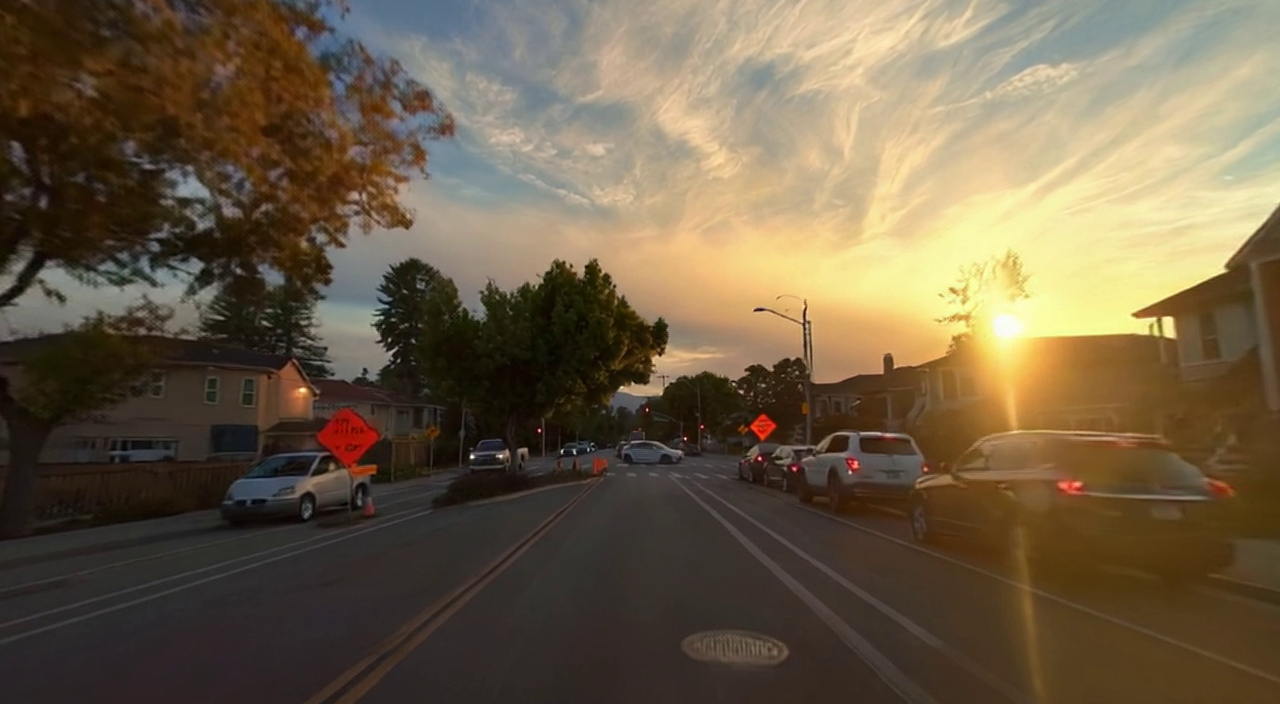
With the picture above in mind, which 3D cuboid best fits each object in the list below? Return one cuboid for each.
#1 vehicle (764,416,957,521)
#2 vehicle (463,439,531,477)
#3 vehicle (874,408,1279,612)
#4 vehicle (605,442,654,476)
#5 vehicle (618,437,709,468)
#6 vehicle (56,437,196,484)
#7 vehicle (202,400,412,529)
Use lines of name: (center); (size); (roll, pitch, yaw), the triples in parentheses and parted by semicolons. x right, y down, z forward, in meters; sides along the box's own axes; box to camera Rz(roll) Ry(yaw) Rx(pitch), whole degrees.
vehicle: (4.739, 2.631, 14.826); (2.279, 1.946, 5.925); (0, -9, -1)
vehicle: (-8.325, 6.213, 37.328); (2.659, 2.047, 6.014); (0, -9, 0)
vehicle: (4.938, 1.699, 7.782); (2.225, 1.715, 4.755); (0, -9, 0)
vehicle: (-0.418, 5.003, 29.706); (2.151, 1.481, 4.084); (0, -9, 1)
vehicle: (1.452, 6.439, 40.367); (5.503, 1.853, 2.218); (-6, -11, 37)
vehicle: (-23.179, 4.882, 28.502); (4.491, 2.031, 2.045); (0, -8, 1)
vehicle: (-7.673, 2.642, 15.185); (2.526, 2.631, 4.228); (0, -9, 2)
